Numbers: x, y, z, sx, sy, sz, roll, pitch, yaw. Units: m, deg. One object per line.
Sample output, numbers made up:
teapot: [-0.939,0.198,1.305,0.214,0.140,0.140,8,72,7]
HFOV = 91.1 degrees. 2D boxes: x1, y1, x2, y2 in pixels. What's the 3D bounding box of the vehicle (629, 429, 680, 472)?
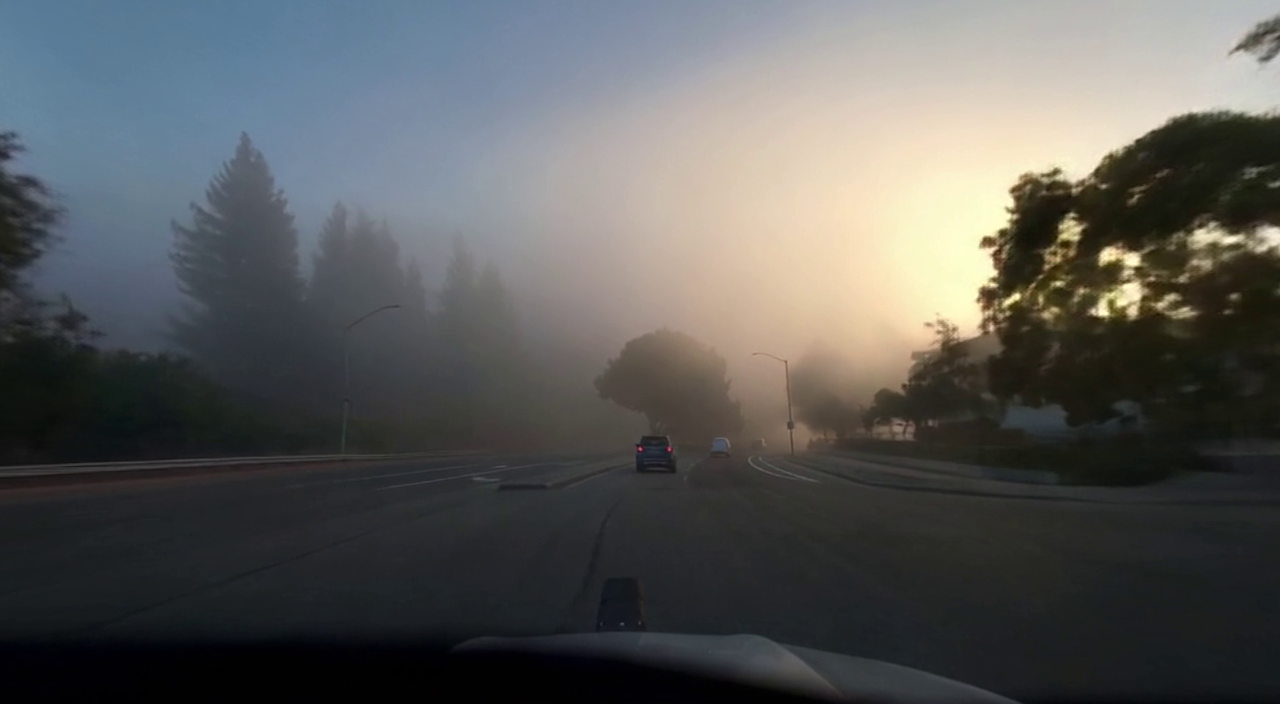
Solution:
vehicle: [0.810,4.929,31.607,2.072,2.002,4.391,-1,-8,7]
